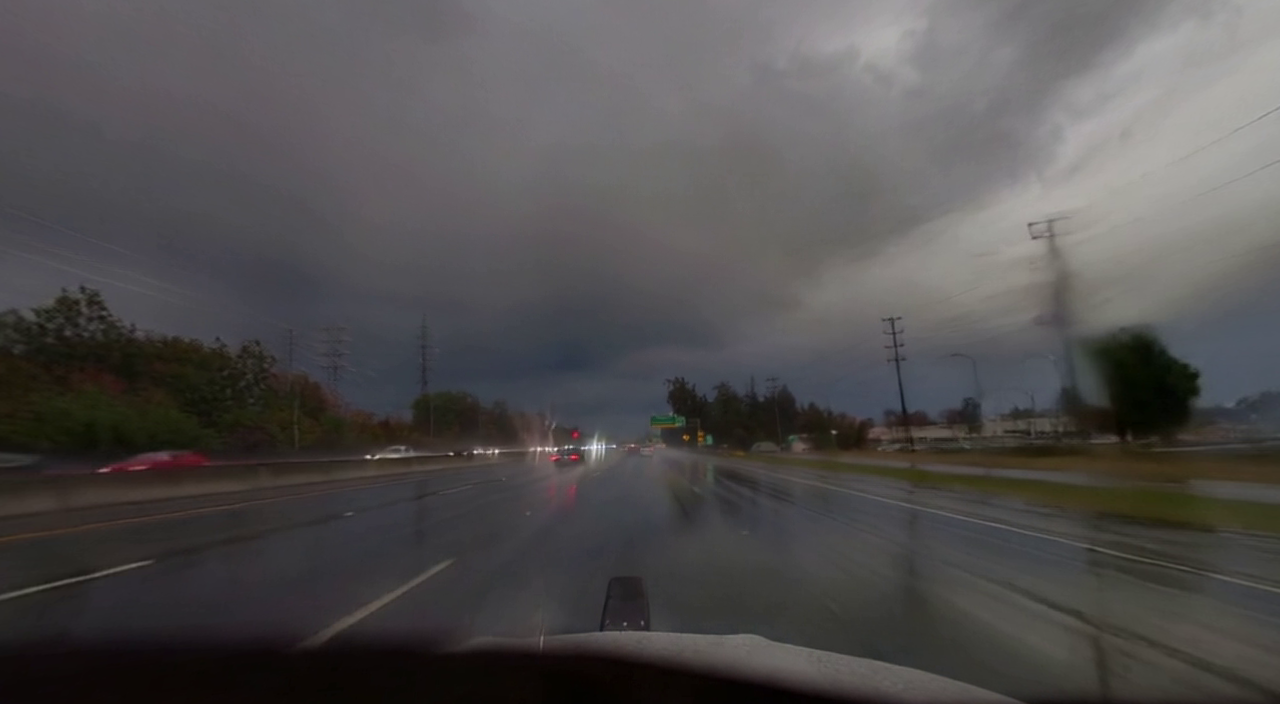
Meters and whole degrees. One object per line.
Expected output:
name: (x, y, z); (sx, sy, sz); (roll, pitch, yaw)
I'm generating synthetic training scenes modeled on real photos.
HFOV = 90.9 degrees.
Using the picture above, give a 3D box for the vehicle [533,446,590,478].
vehicle: (-3.645, 5.208, 30.091); (2.048, 1.368, 4.613); (0, -9, 1)

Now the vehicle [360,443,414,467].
vehicle: (-18.096, 7.369, 45.354); (1.927, 1.599, 4.657); (0, -9, 1)

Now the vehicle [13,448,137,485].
vehicle: (-25.530, 5.155, 28.706); (1.828, 1.515, 4.094); (0, -9, 1)

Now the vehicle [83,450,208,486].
vehicle: (-21.868, 5.121, 28.141); (1.859, 1.472, 4.494); (0, -9, 1)
